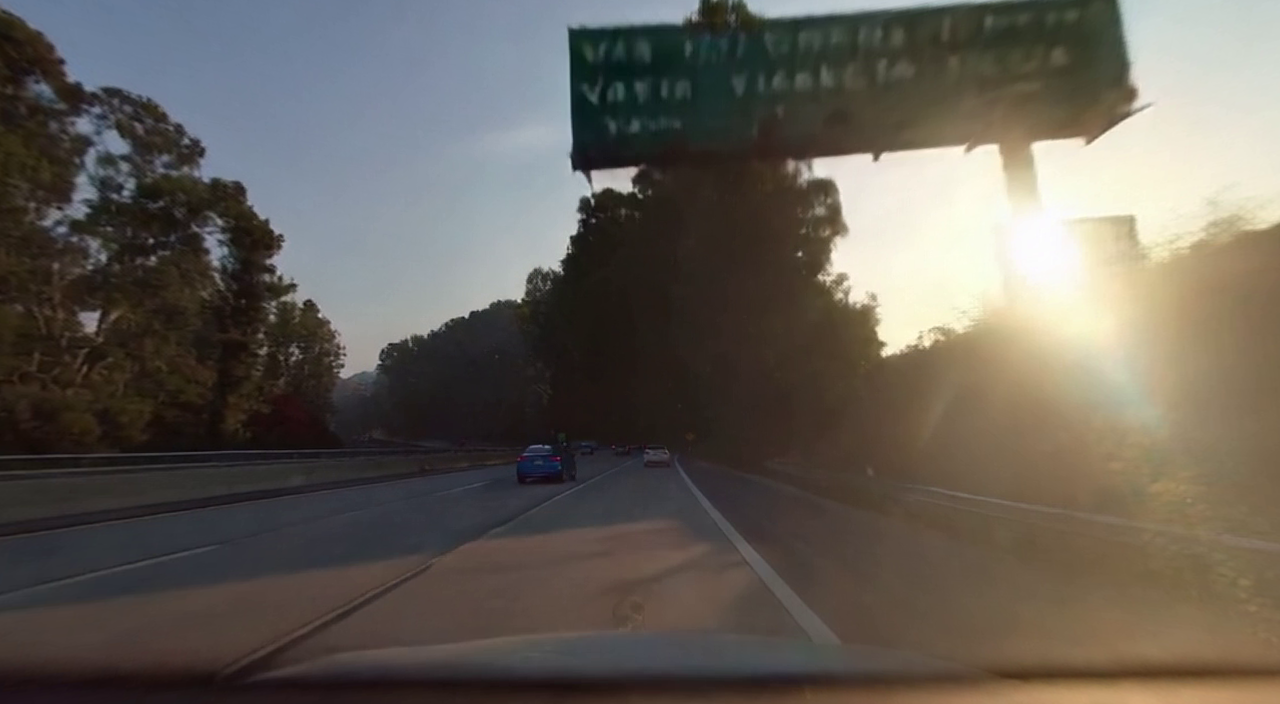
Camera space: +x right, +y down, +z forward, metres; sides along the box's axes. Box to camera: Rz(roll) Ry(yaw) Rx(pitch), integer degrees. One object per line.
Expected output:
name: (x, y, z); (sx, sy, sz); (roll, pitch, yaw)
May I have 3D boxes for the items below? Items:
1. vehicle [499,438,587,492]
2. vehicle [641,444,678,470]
vehicle: (-3.024, 3.635, 20.664); (2.024, 1.531, 4.431); (0, -8, 2)
vehicle: (1.209, 6.232, 37.691); (2.113, 1.464, 4.073); (-1, -9, 3)
